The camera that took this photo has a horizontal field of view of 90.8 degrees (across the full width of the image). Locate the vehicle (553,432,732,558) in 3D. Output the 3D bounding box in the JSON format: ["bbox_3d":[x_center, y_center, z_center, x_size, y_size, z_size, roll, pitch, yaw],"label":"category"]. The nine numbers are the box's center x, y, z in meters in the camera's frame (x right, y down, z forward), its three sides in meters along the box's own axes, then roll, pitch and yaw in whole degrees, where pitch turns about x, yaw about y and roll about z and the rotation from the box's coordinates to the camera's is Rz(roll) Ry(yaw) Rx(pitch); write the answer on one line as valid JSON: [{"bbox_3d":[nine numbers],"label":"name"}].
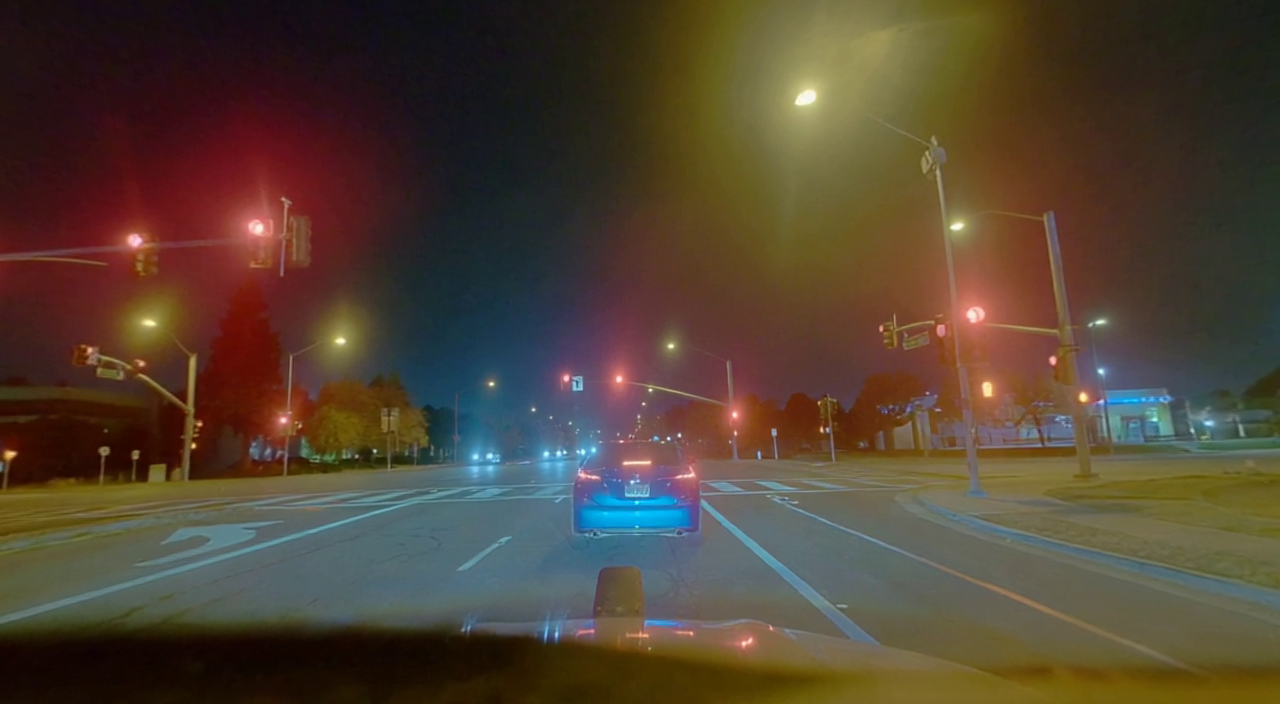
[{"bbox_3d":[-0.003,1.995,9.508,2.107,1.470,3.974,0,-9,-1],"label":"vehicle"}]
